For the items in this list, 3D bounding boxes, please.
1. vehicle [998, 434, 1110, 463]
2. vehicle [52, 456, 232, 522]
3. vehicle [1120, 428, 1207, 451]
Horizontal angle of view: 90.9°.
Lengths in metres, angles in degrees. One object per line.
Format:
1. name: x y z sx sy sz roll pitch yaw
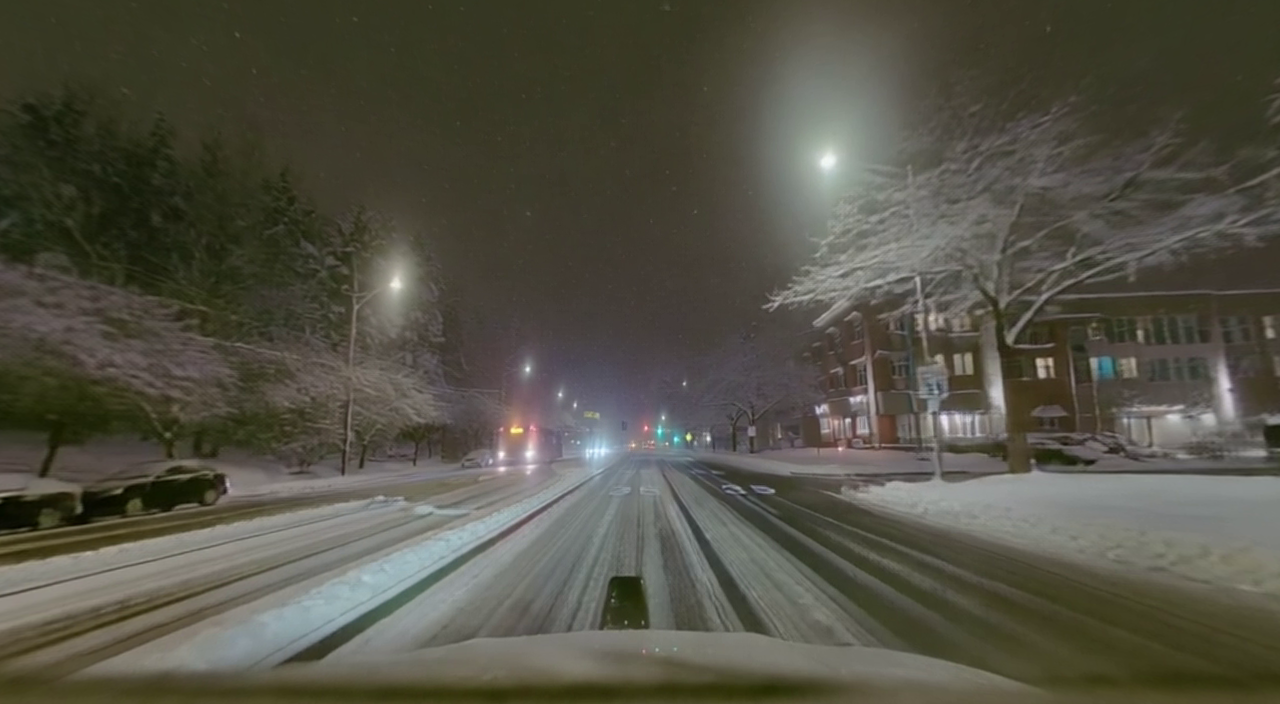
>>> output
1. vehicle: 21.342 5.002 32.633 4.404 1.440 1.900 0 -8 2
2. vehicle: -14.078 3.847 18.175 1.816 1.567 3.957 -1 -8 3
3. vehicle: 40.092 6.720 48.331 4.836 1.711 2.192 0 -8 -4
